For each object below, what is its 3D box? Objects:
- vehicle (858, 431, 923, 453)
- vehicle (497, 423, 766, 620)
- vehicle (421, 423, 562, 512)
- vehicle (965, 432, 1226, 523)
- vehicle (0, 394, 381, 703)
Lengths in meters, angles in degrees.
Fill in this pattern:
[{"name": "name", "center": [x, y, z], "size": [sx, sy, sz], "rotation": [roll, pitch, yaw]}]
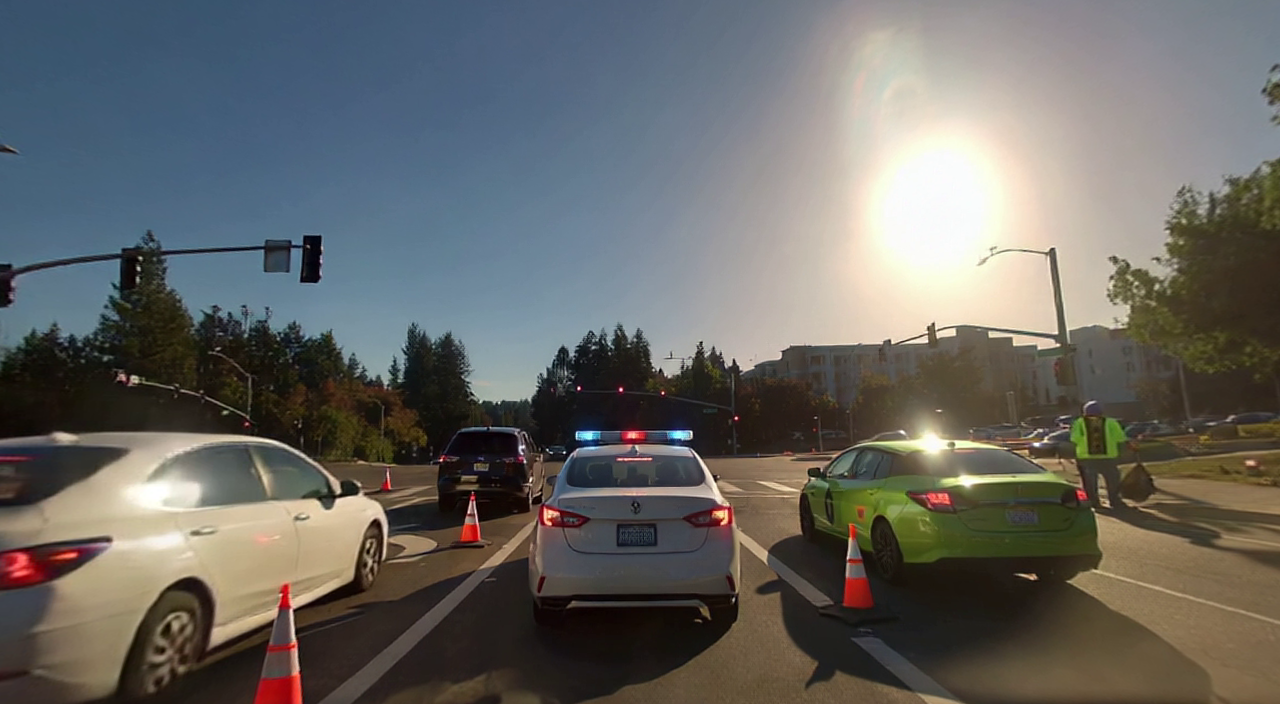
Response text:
[{"name": "vehicle", "center": [19.711, 7.116, 49.629], "size": [4.211, 1.659, 1.983], "rotation": [0, -9, -2]}, {"name": "vehicle", "center": [-0.122, 1.625, 7.067], "size": [2.061, 1.486, 4.332], "rotation": [0, -8, -2]}, {"name": "vehicle", "center": [-3.318, 2.707, 15.210], "size": [2.096, 1.789, 4.719], "rotation": [0, -9, 2]}, {"name": "vehicle", "center": [9.341, 2.582, 13.581], "size": [1.957, 1.576, 4.670], "rotation": [0, -9, -3]}, {"name": "vehicle", "center": [-3.642, 1.226, 4.497], "size": [1.863, 1.526, 4.006], "rotation": [0, -9, 0]}]
